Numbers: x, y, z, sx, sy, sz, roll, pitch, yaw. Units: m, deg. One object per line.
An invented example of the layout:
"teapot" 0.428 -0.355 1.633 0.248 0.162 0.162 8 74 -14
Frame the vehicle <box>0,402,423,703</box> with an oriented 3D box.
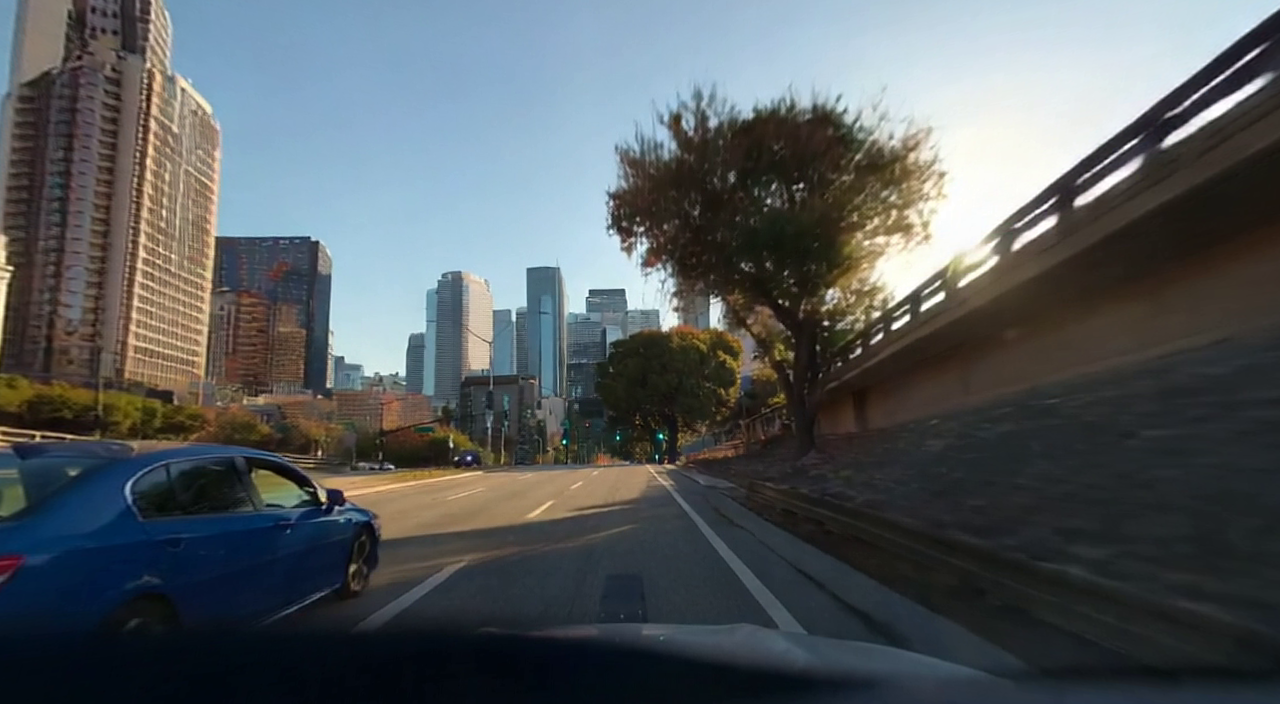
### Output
"vehicle" -3.183 1.214 4.068 2.041 1.470 4.290 0 -9 0
